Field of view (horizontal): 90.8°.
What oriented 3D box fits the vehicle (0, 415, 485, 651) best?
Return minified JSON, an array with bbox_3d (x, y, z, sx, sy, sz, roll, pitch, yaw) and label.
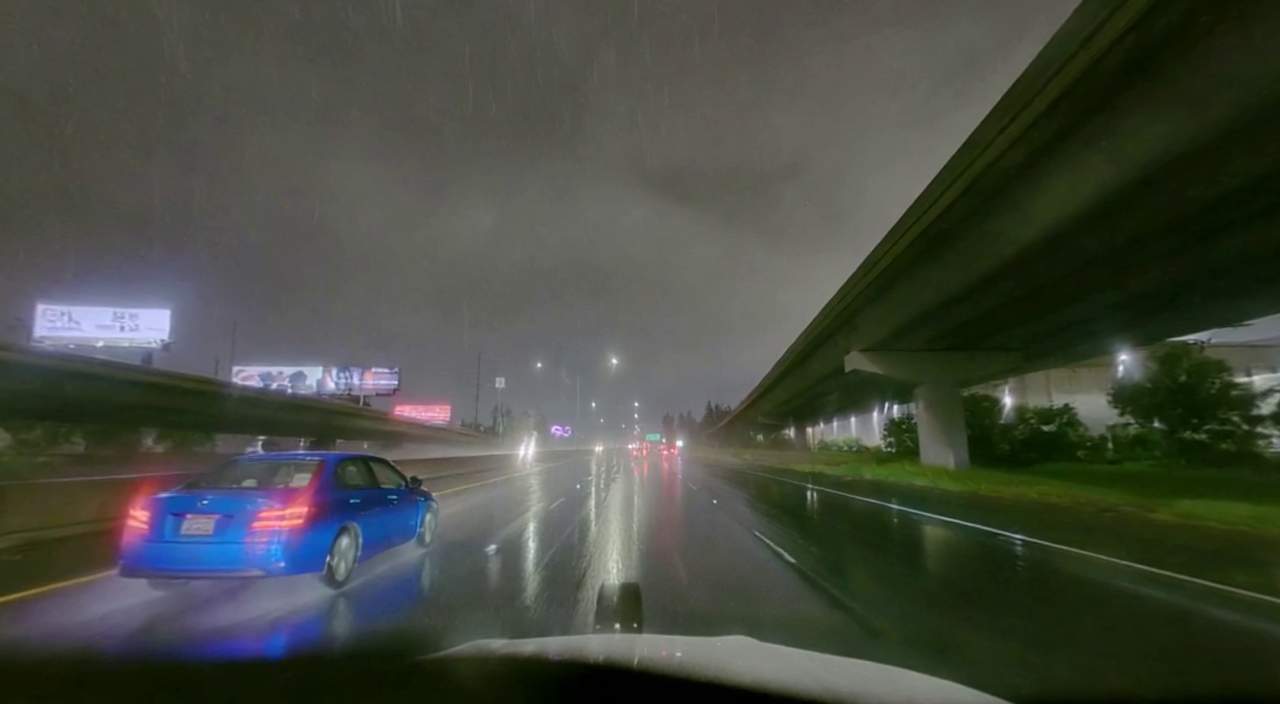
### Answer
[{"bbox_3d":[-3.235,1.548,6.562,2.029,1.557,4.570,0,-8,1],"label":"vehicle"}]
